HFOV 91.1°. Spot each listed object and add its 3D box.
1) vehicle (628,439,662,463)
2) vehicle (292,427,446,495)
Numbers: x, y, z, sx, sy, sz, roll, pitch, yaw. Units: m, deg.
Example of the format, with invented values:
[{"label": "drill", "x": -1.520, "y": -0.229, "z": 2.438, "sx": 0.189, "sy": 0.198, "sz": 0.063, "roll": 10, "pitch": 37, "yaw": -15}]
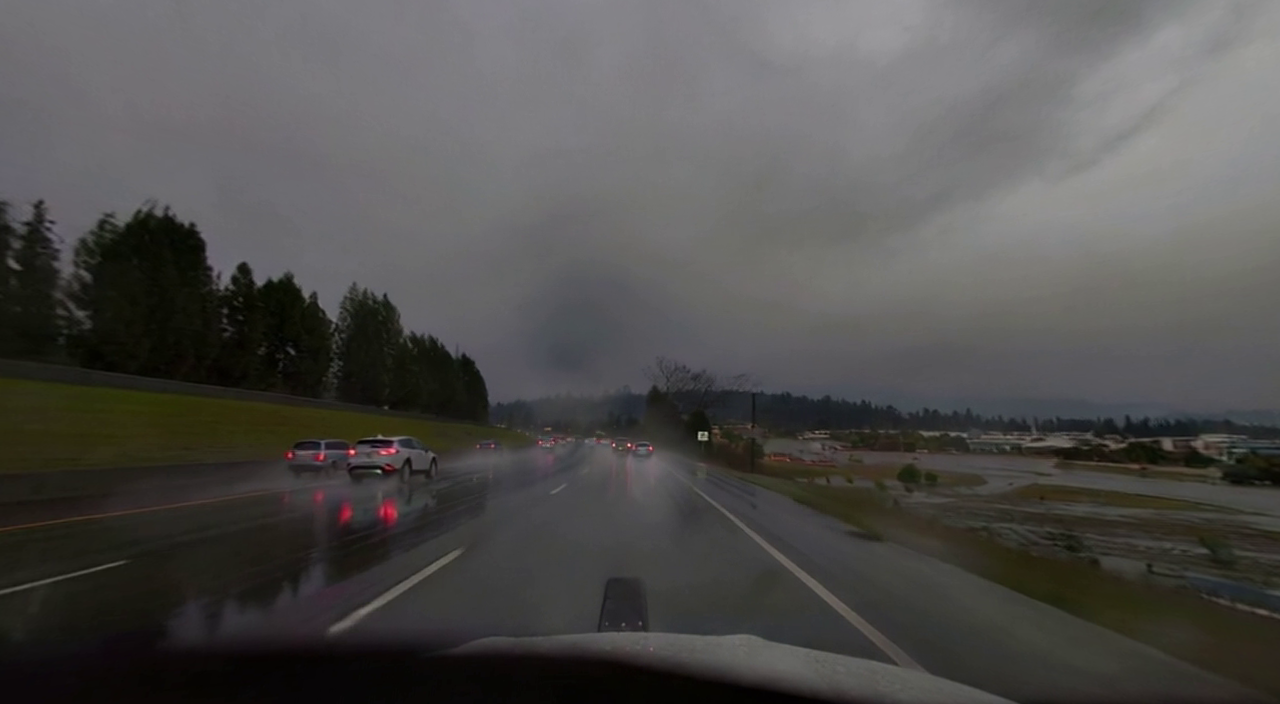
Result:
[{"label": "vehicle", "x": 0.261, "y": 6.521, "z": 41.355, "sx": 2.060, "sy": 1.465, "sz": 3.974, "roll": 0, "pitch": -8, "yaw": -2}, {"label": "vehicle", "x": -7.623, "y": 3.113, "z": 18.379, "sx": 2.238, "sy": 1.712, "sz": 5.000, "roll": 0, "pitch": -8, "yaw": 0}]
